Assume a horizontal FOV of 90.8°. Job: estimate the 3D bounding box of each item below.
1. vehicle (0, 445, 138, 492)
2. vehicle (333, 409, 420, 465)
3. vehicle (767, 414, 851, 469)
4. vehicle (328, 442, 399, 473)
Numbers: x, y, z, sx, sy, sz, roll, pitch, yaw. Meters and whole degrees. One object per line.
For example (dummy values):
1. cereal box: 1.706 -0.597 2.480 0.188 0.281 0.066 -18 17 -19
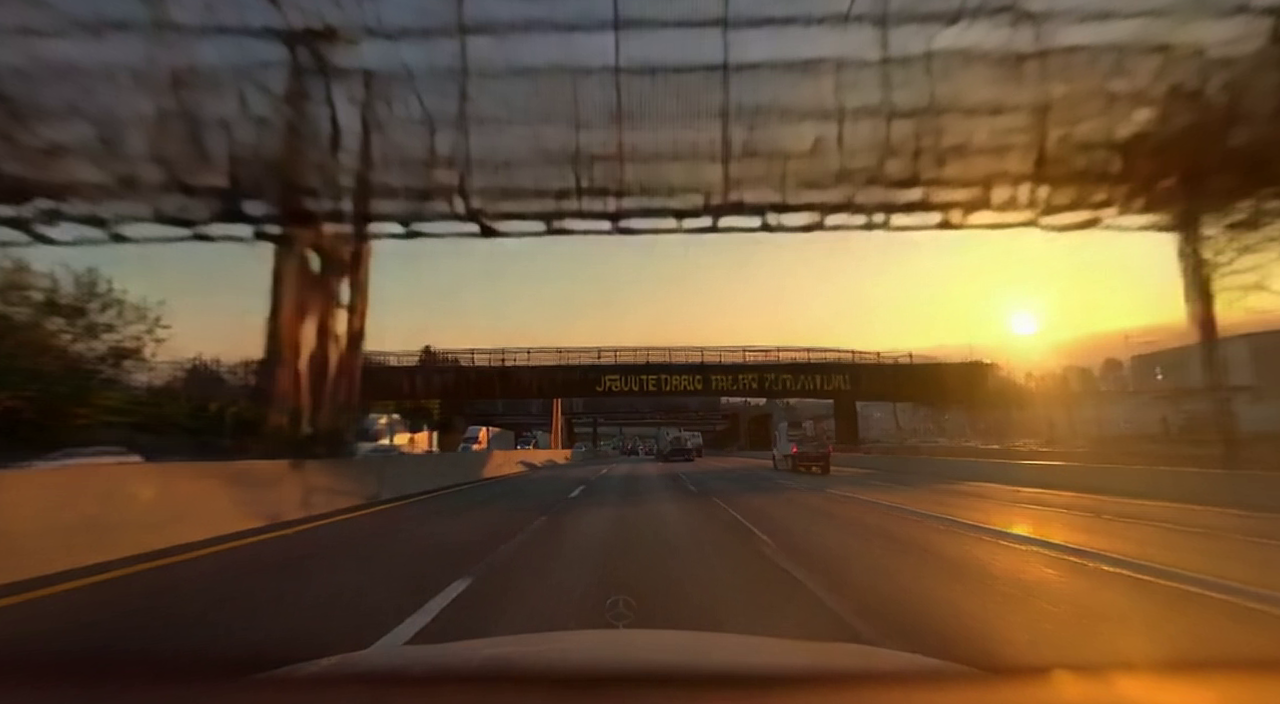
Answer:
1. vehicle: -20.263 3.992 22.043 1.903 1.445 4.386 0 -9 -1
2. vehicle: -17.327 5.711 42.111 3.008 3.447 6.441 0 -9 -1
3. vehicle: 11.173 6.130 43.036 2.912 3.293 9.588 0 -9 -1
4. vehicle: -13.736 5.264 31.618 1.790 1.428 3.725 0 -9 1
